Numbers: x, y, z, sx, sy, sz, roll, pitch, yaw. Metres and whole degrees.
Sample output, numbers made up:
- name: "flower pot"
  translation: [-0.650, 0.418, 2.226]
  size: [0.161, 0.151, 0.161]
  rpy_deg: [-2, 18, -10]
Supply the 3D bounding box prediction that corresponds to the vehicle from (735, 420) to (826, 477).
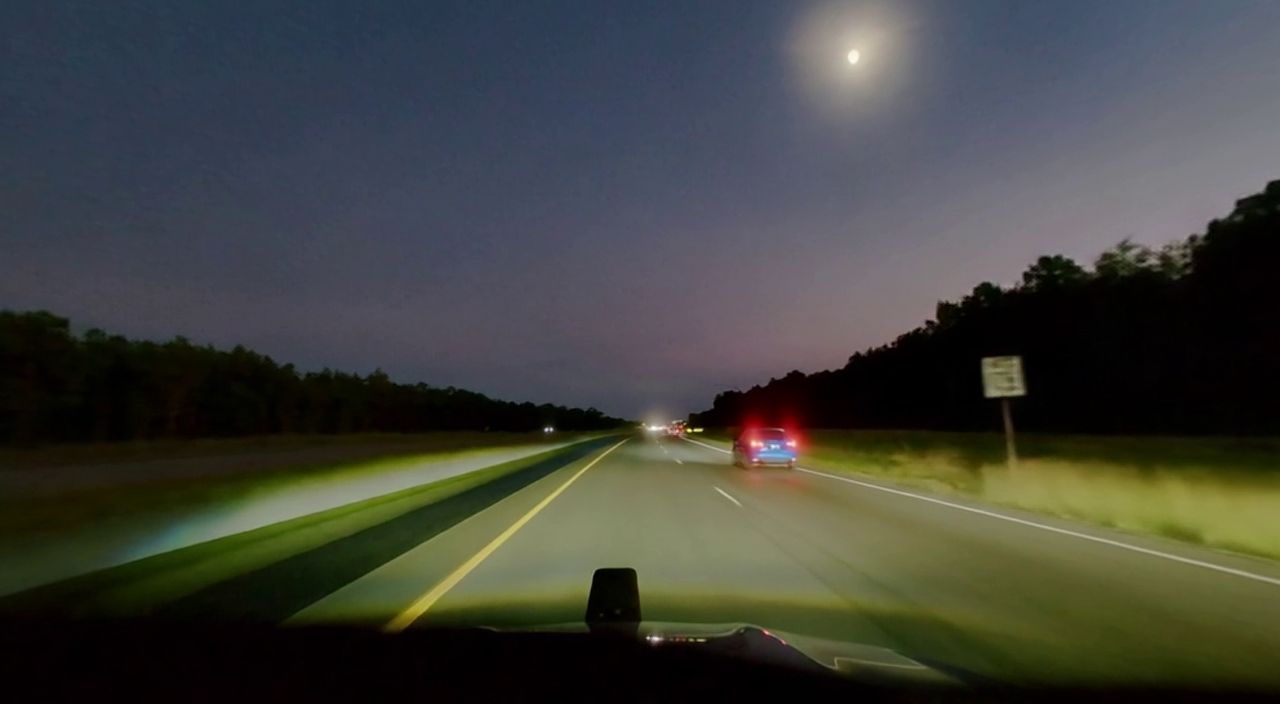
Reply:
- name: "vehicle"
  translation: [4.004, 2.820, 18.600]
  size: [1.765, 1.510, 3.762]
  rpy_deg: [0, -8, -1]
